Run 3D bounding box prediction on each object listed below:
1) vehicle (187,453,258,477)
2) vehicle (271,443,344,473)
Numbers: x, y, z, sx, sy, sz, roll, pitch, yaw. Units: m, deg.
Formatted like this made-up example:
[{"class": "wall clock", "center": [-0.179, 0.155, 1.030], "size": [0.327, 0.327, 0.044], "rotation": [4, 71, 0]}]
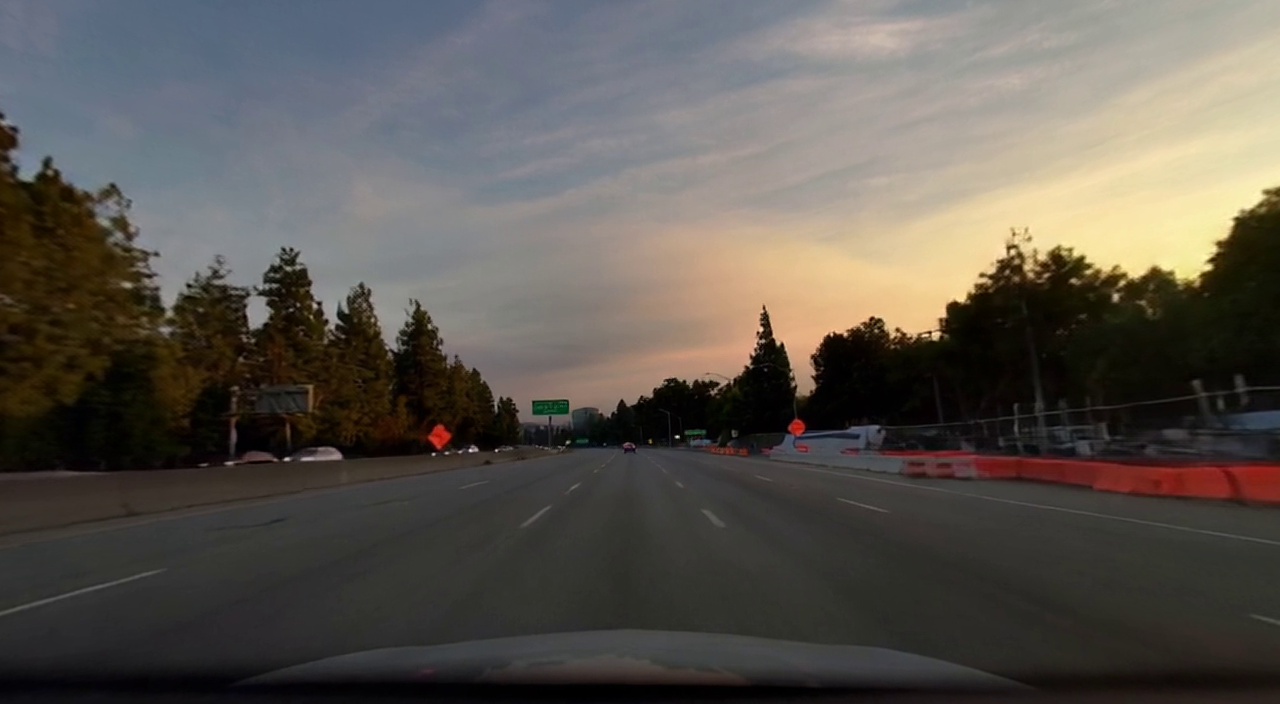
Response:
[{"class": "vehicle", "center": [-29.700, 8.027, 44.960], "size": [1.876, 1.533, 4.662], "rotation": [0, -9, 0]}, {"class": "vehicle", "center": [-21.407, 6.835, 40.822], "size": [2.086, 1.810, 4.962], "rotation": [0, -9, -1]}]
